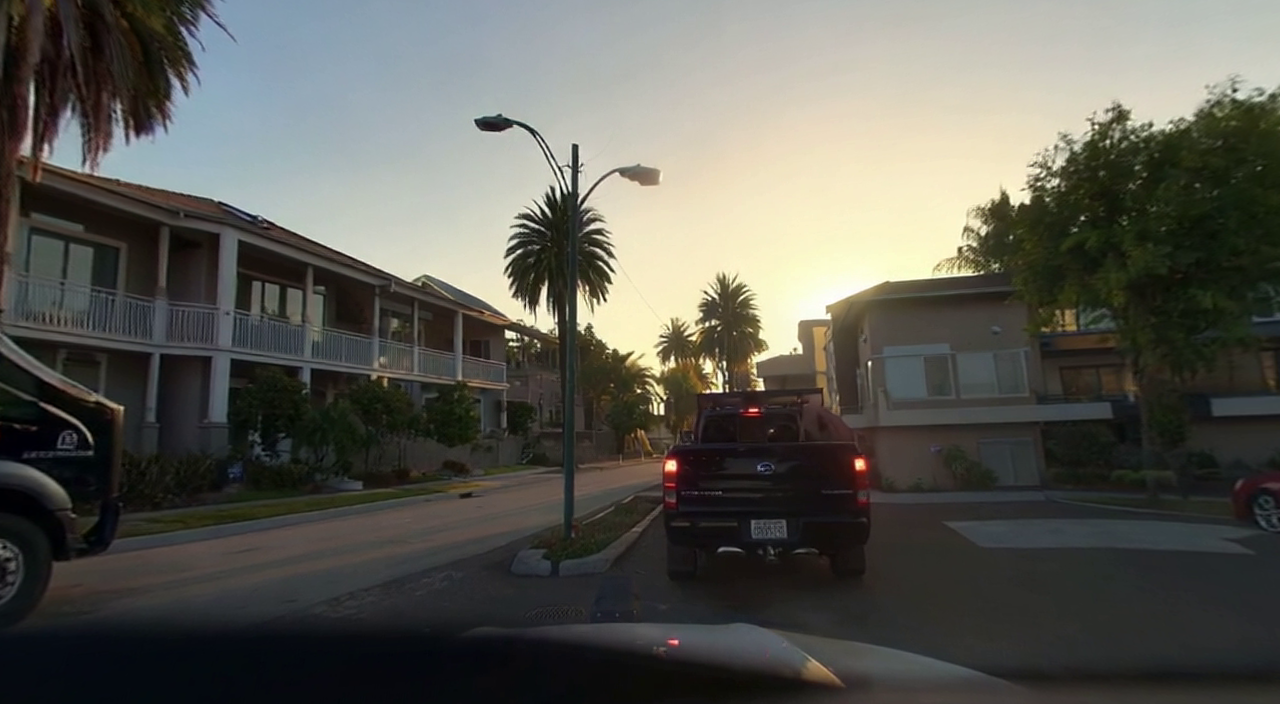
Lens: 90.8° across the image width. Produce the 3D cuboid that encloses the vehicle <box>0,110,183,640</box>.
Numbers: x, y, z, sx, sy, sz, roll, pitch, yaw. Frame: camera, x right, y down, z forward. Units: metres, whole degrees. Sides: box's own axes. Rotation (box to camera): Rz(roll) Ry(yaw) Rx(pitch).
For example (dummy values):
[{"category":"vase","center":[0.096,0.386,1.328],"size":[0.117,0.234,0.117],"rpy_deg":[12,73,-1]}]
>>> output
[{"category":"vehicle","center":[-6.628,-0.411,0.723],"size":[2.998,3.659,10.517],"rpy_deg":[-2,-9,10]}]

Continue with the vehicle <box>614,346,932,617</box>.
[{"category":"vehicle","center":[1.235,1.433,7.919],"size":[2.418,2.078,5.866],"rpy_deg":[-1,-9,5]}]
